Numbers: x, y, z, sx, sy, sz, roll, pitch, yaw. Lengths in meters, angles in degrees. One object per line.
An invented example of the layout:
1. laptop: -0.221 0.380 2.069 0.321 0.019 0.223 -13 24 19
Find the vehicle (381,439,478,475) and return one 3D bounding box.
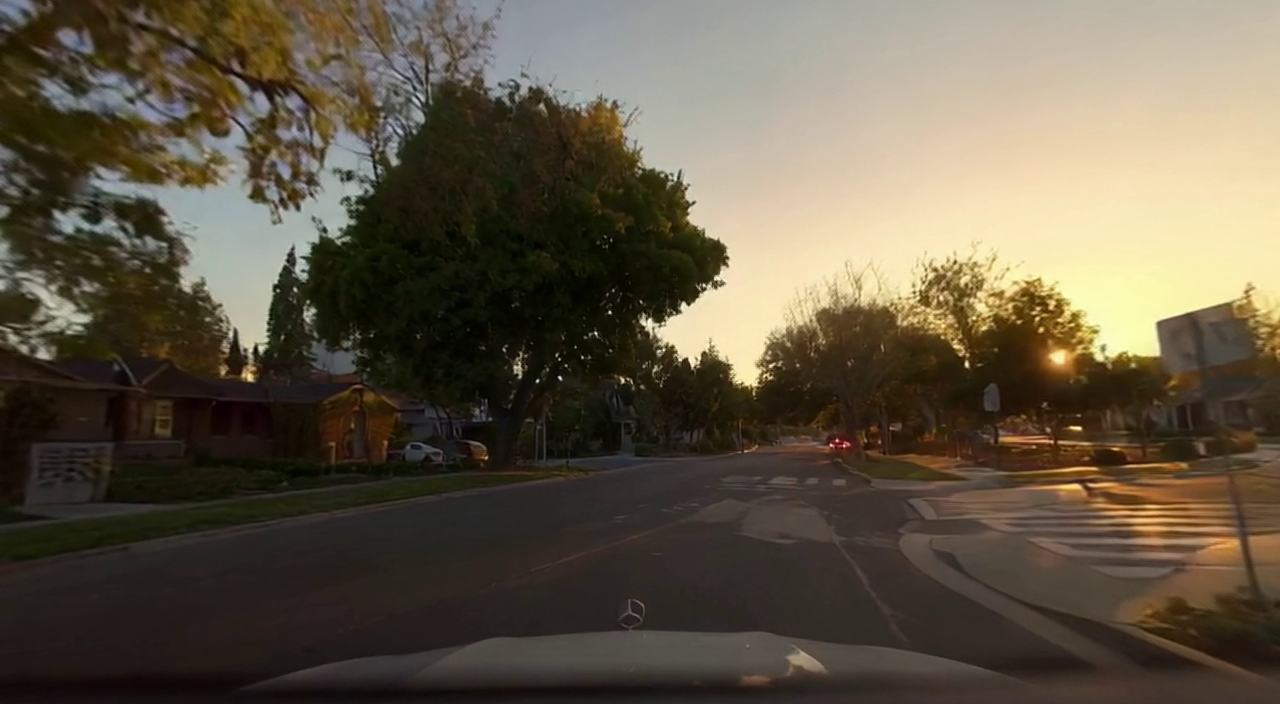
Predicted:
1. vehicle: -10.248 5.164 31.037 4.252 1.681 1.854 2 -9 -12
